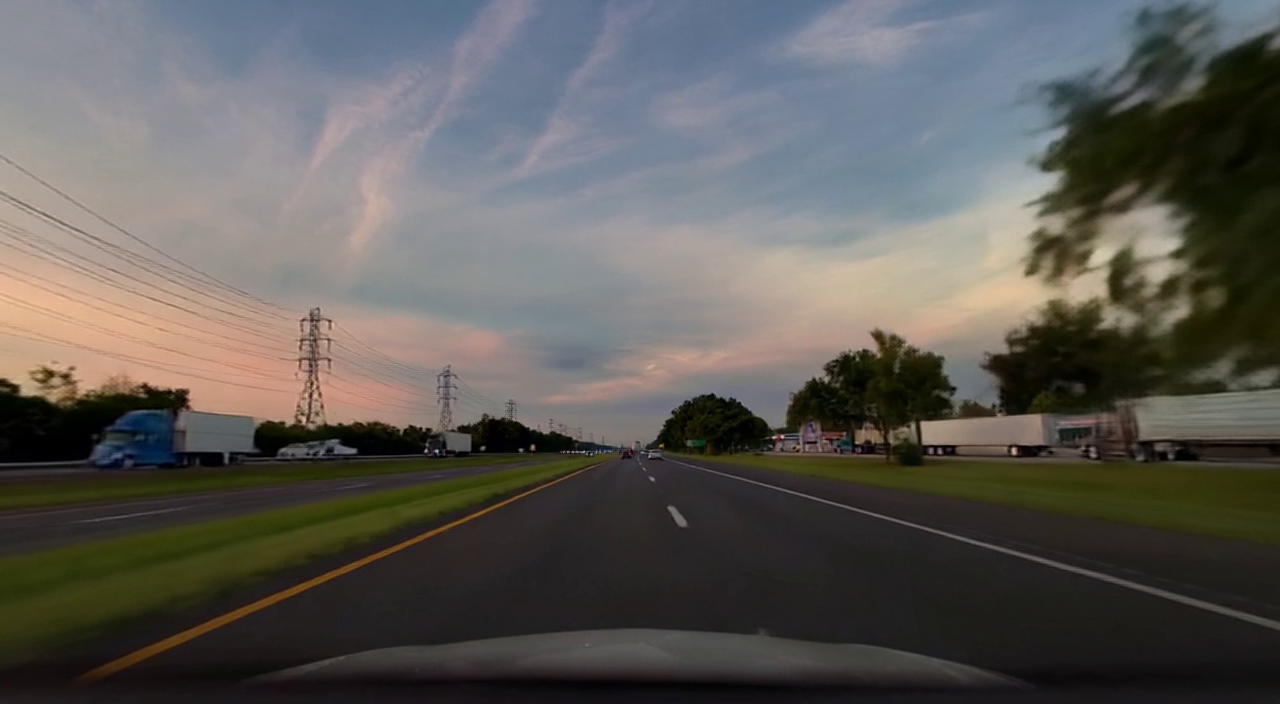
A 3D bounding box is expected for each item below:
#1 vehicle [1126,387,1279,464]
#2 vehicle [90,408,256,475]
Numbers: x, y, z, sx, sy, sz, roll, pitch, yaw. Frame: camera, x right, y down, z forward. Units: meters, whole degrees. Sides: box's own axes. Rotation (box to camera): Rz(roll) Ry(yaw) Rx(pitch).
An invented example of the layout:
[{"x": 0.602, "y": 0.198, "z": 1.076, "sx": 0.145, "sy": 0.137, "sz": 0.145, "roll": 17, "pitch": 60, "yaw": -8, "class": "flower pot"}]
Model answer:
[{"x": 35.637, "y": 3.928, "z": 34.115, "sx": 3.224, "sy": 4.043, "sz": 14.034, "roll": 6, "pitch": -11, "yaw": -45, "class": "vehicle"}, {"x": -27.710, "y": 5.461, "z": 38.255, "sx": 3.002, "sy": 3.528, "sz": 9.434, "roll": 0, "pitch": -9, "yaw": -2, "class": "vehicle"}]
